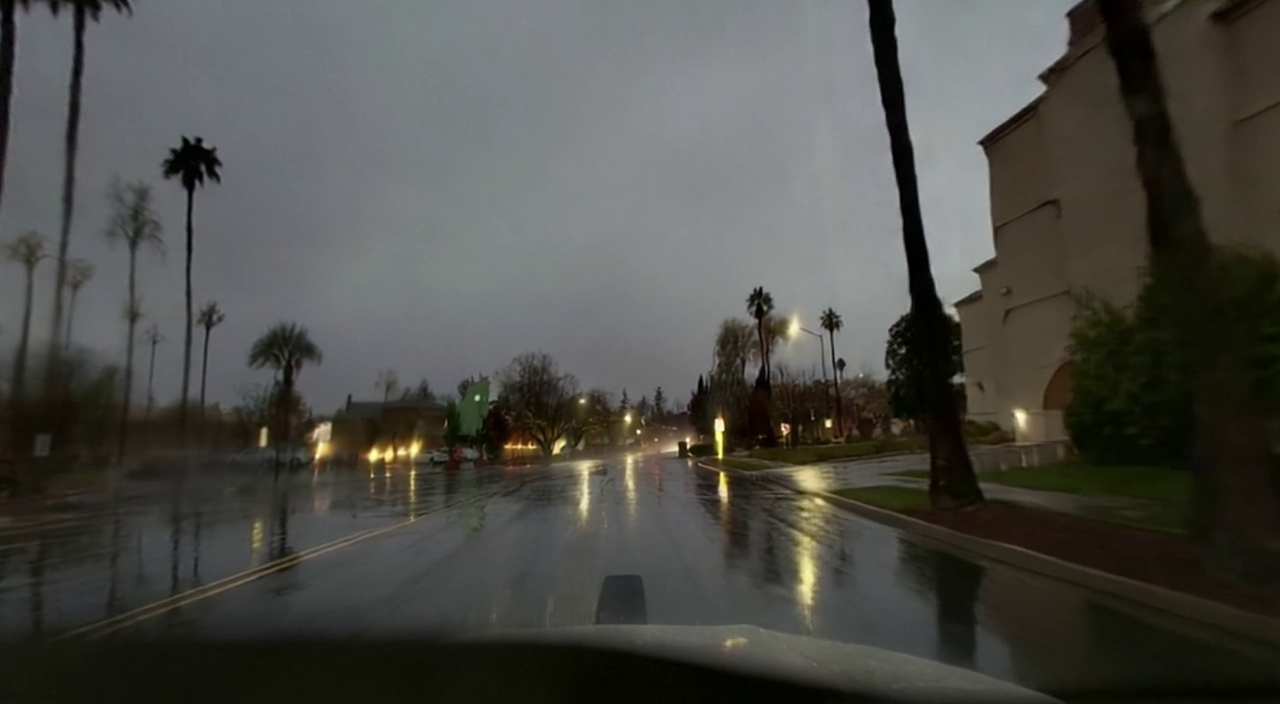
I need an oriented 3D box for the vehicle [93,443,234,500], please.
[{"bbox_3d":[-17.602,4.338,23.318,4.651,1.863,2.174,-5,-10,27],"label":"vehicle"}]
